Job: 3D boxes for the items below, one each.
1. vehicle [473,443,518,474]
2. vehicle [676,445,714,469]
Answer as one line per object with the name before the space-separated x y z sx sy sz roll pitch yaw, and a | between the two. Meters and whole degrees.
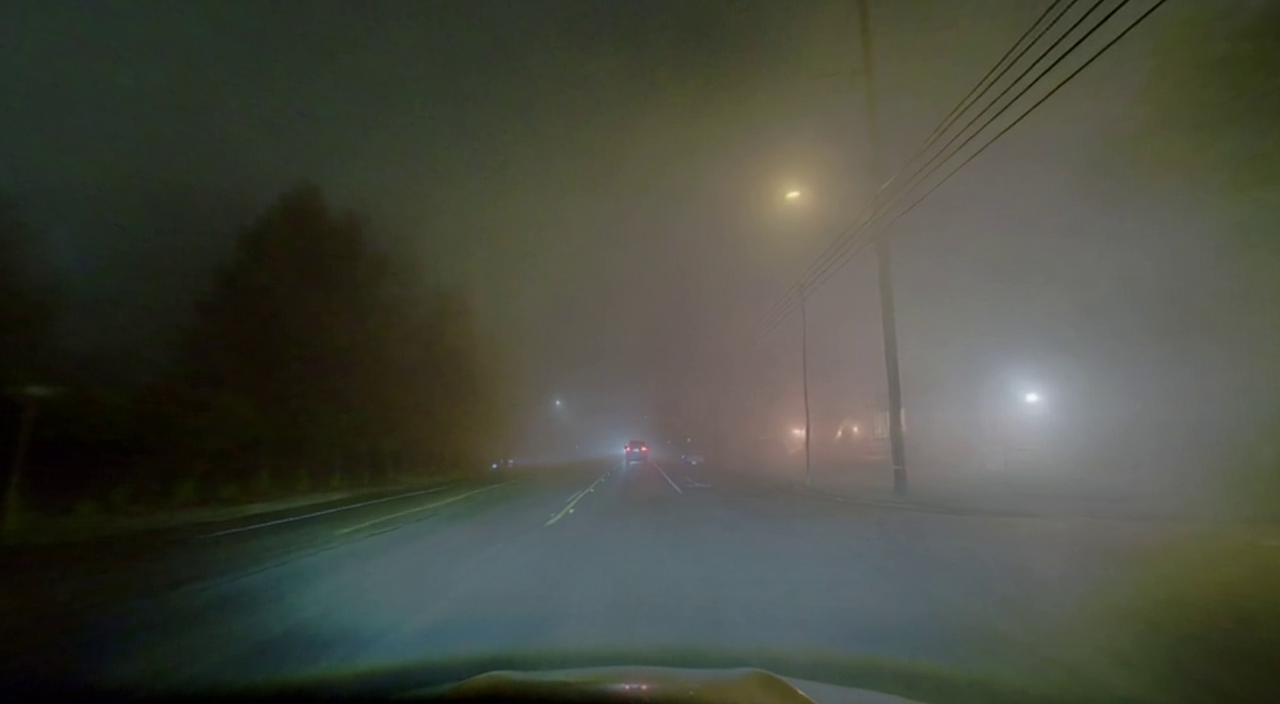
vehicle | -11.124 8.169 48.905 2.111 2.050 5.328 -6 -8 0
vehicle | 3.761 7.313 44.130 2.167 1.535 4.464 0 -8 -1
